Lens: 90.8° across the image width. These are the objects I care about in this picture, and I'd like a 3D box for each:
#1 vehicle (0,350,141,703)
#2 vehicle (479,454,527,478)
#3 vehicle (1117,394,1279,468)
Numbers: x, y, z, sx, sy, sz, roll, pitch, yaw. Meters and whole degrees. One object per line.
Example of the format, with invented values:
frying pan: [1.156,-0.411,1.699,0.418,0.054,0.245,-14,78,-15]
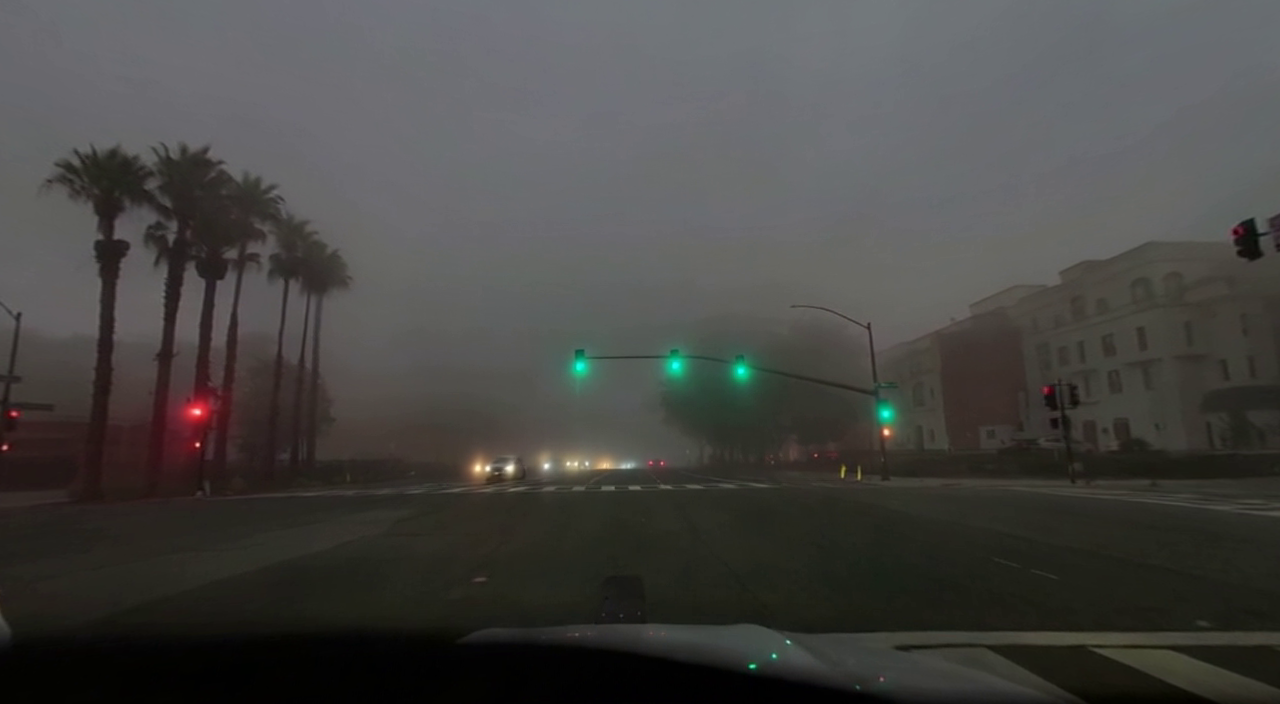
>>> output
vehicle: [-3.574,0.594,0.868,2.026,1.723,4.832,1,-9,-4]
vehicle: [-8.876,7.416,41.343,2.095,1.482,4.523,0,-9,0]
vehicle: [32.663,4.595,35.784,2.863,3.609,10.252,0,-8,-3]
